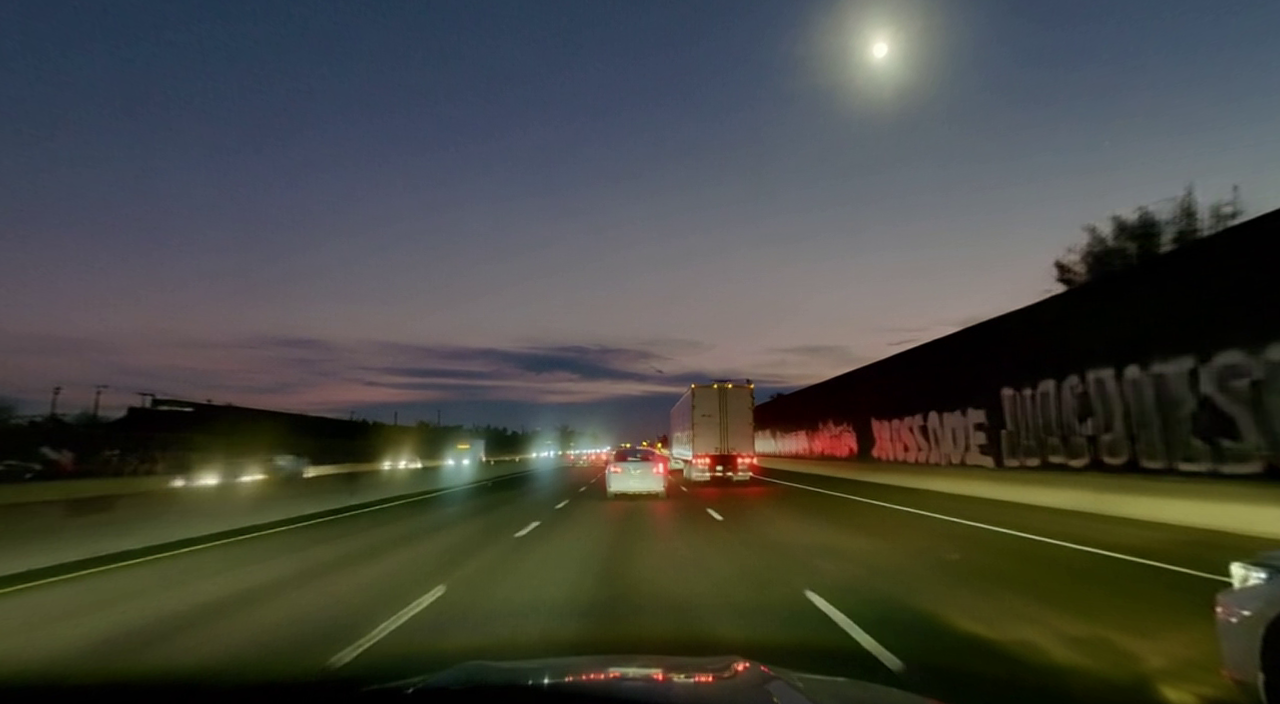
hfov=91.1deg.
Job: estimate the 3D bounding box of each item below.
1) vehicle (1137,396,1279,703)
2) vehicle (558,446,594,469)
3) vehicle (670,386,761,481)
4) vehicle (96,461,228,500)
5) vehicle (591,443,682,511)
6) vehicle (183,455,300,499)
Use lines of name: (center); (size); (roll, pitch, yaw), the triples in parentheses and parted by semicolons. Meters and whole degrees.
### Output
vehicle: (3.400, 0.640, 0.552); (1.996, 1.497, 4.754); (0, -9, 0)
vehicle: (-4.344, 7.240, 43.295); (2.067, 1.481, 4.085); (-1, -9, 0)
vehicle: (3.554, 4.526, 34.003); (2.902, 4.014, 14.446); (0, -9, -1)
vehicle: (-20.875, 5.603, 27.762); (2.070, 1.453, 4.840); (0, -9, -1)
vehicle: (-0.144, 3.096, 16.096); (2.033, 1.468, 4.015); (0, -9, -2)
vehicle: (-14.951, 4.675, 23.905); (1.908, 1.458, 4.057); (0, -9, -3)
